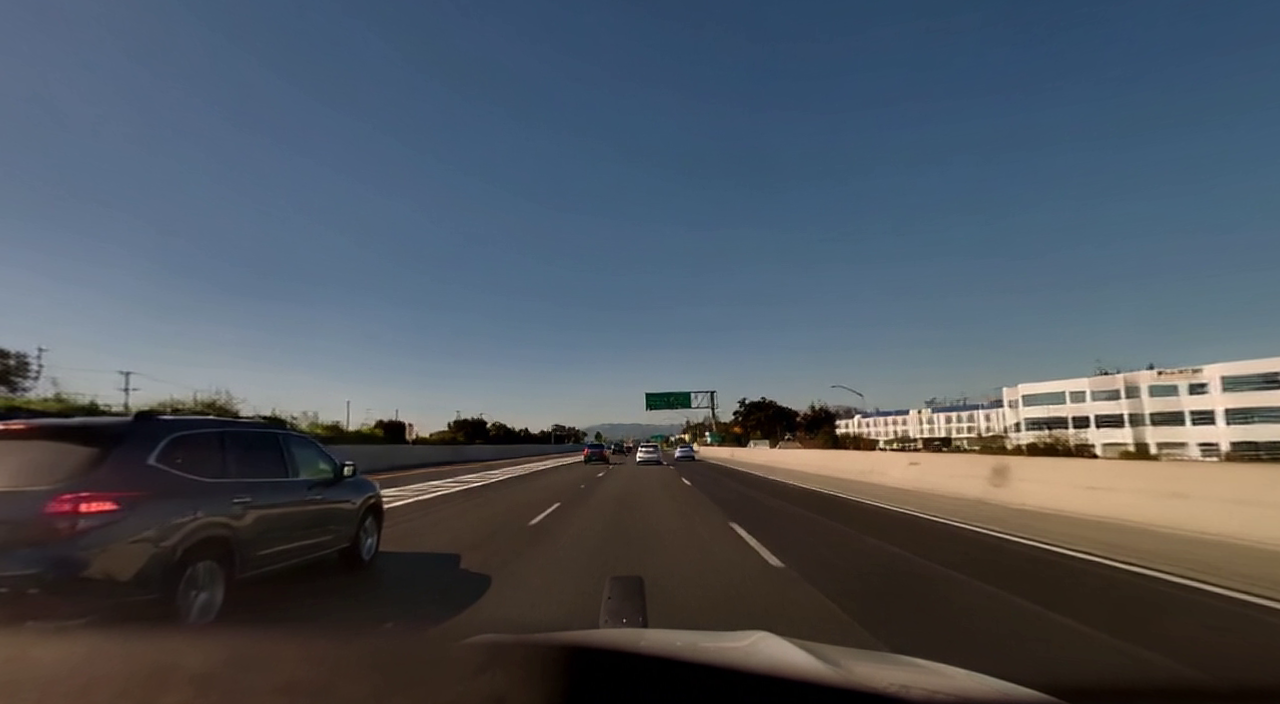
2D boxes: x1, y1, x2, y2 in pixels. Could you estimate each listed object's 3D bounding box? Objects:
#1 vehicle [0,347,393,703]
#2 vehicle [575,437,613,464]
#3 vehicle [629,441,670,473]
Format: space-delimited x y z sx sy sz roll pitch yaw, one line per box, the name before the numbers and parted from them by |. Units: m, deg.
vehicle | -3.922 1.145 4.673 2.239 1.761 4.620 0 -8 1
vehicle | -3.470 7.579 48.646 2.403 1.946 5.623 0 -8 1
vehicle | 0.451 5.388 32.598 2.000 1.558 3.945 0 -8 0
